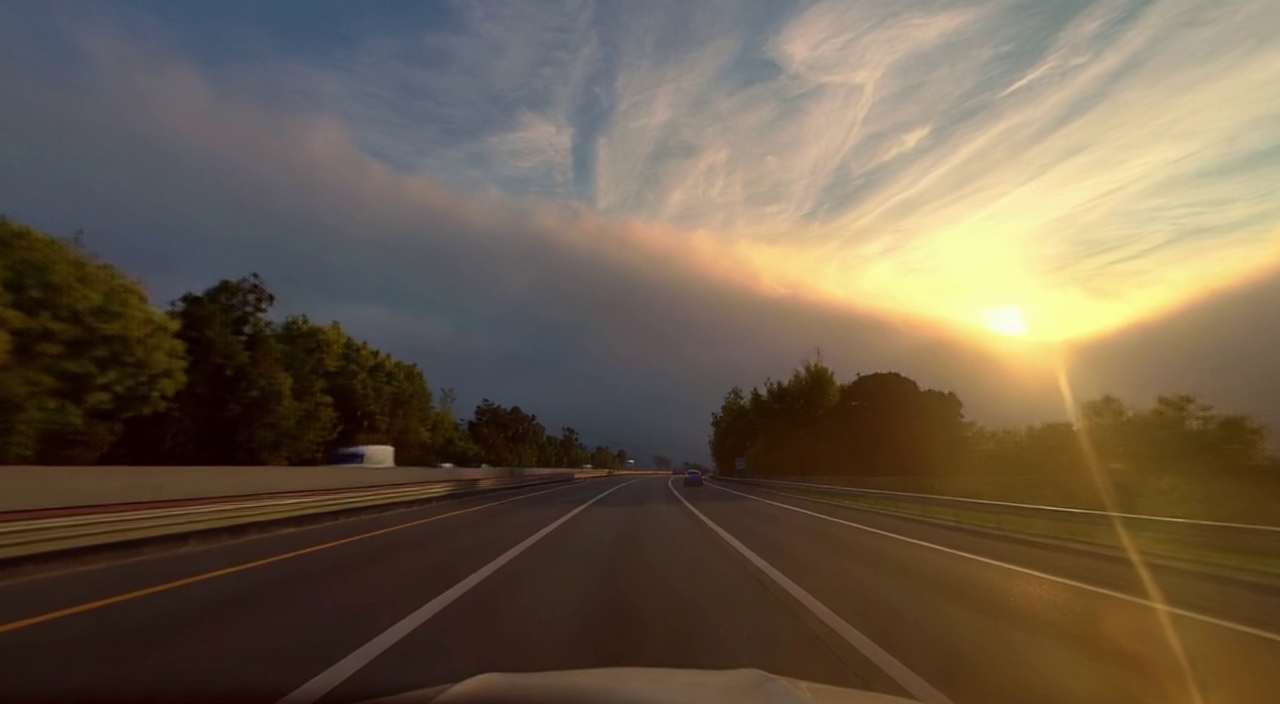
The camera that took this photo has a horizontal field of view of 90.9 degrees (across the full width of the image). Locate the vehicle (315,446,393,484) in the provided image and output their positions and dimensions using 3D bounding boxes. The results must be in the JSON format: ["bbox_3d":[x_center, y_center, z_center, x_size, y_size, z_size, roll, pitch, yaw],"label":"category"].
[{"bbox_3d":[-20.106,8.041,44.685,2.334,2.489,6.279,0,-11,2],"label":"vehicle"}]

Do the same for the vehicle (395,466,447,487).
[{"bbox_3d":[-15.887,9.024,45.885,2.069,1.437,4.286,0,-10,3],"label":"vehicle"}]
